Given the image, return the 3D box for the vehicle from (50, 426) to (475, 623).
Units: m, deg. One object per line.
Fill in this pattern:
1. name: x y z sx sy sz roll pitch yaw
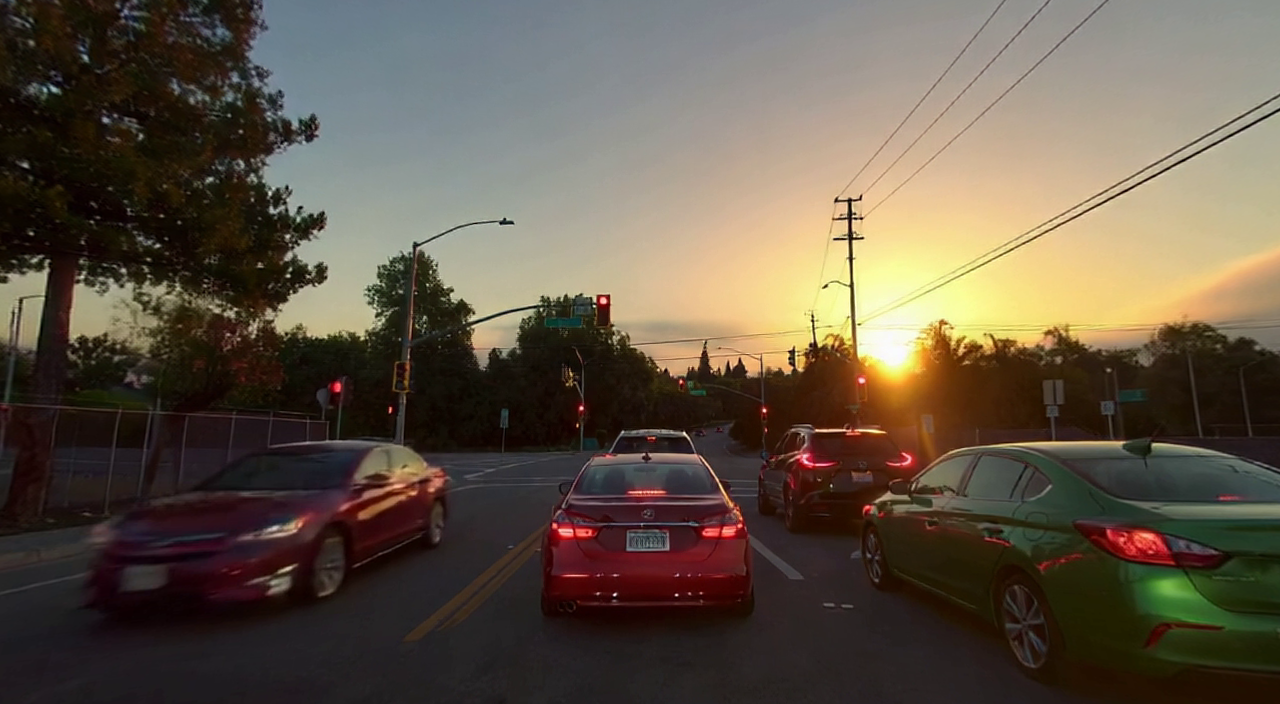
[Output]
1. vehicle: -3.419 1.627 7.018 1.959 1.456 4.488 0 -8 0

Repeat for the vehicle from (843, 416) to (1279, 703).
1. vehicle: 3.085 1.237 4.137 2.027 1.432 4.431 0 -8 0

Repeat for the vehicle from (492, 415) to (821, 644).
1. vehicle: 0.074 1.498 6.420 2.170 1.497 4.369 0 -8 -1
